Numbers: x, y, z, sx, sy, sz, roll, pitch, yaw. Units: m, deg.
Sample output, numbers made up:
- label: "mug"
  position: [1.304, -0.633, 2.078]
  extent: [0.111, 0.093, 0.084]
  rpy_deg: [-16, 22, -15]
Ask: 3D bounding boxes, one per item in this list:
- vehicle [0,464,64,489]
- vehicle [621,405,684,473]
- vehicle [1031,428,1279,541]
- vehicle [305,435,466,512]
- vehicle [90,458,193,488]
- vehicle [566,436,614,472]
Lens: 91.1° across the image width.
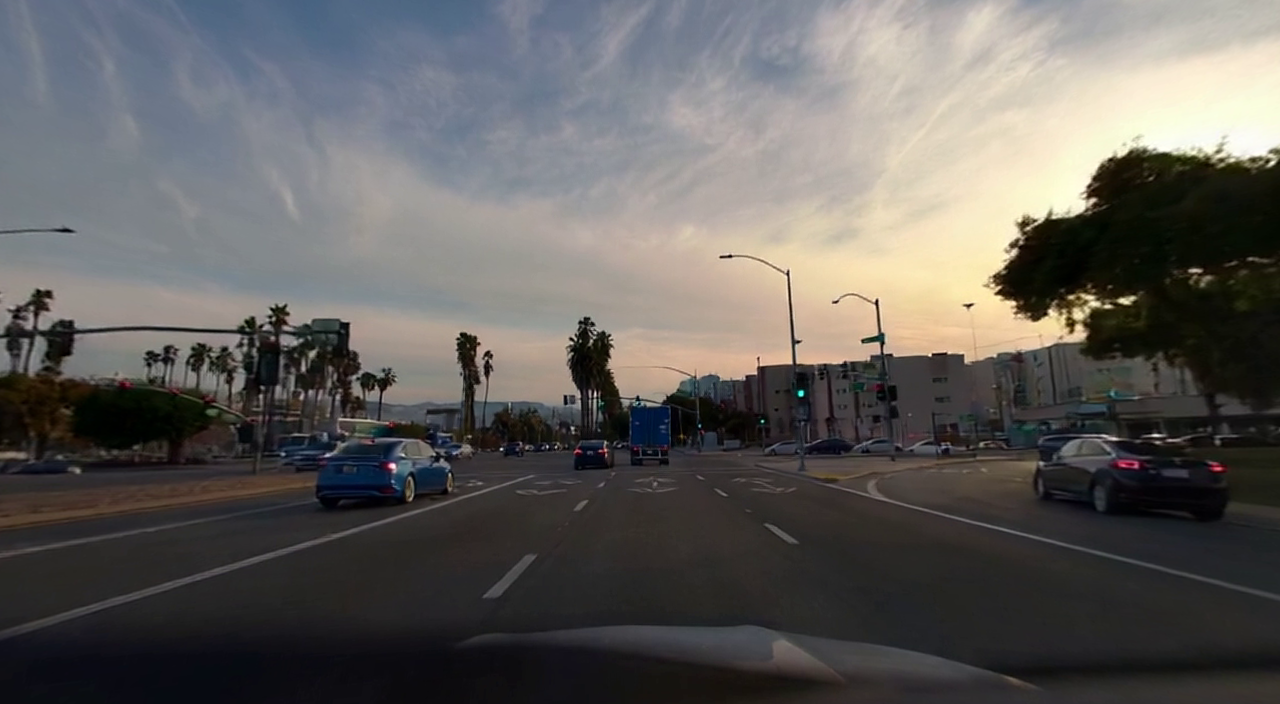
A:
- label: "vehicle"
  position: [-44.867, 8.946, 45.240]
  extent: [4.653, 1.744, 2.183]
  rpy_deg: [-1, -9, 5]
- label: "vehicle"
  position: [0.681, 4.663, 33.519]
  extent: [2.993, 3.235, 6.692]
  rpy_deg: [0, -8, 1]
- label: "vehicle"
  position: [8.879, 2.112, 10.713]
  extent: [1.961, 1.502, 4.541]
  rpy_deg: [-1, -9, 8]
- label: "vehicle"
  position: [-6.072, 2.936, 15.746]
  extent: [2.045, 1.630, 4.680]
  rpy_deg: [0, -8, 0]
- label: "vehicle"
  position: [-27.833, 6.741, 35.275]
  extent: [1.969, 1.487, 4.512]
  rpy_deg: [0, -8, 1]
- label: "vehicle"
  position: [-2.718, 5.680, 35.079]
  extent: [2.178, 1.826, 4.933]
  rpy_deg: [0, -8, 1]
